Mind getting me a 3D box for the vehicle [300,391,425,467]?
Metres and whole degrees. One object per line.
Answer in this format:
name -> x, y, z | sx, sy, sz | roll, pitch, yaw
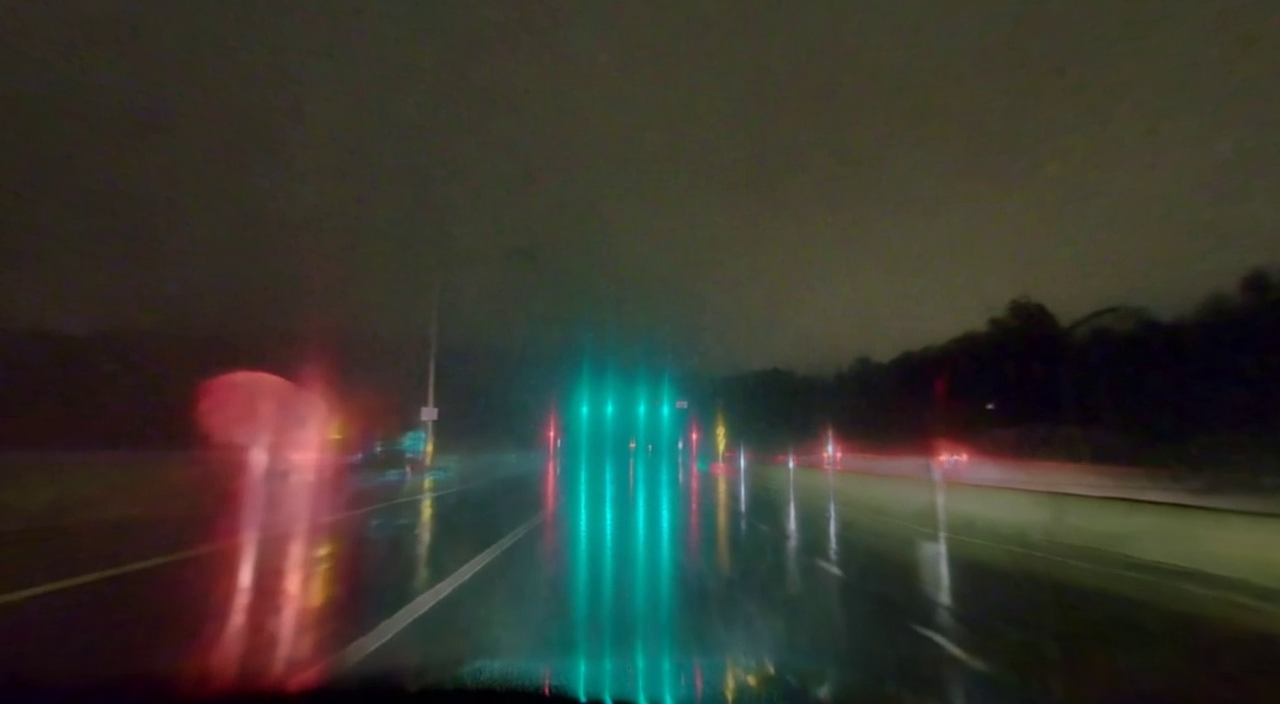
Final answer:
vehicle -> -15.898, 4.702, 37.388 | 2.962, 3.855, 10.399 | 0, -9, -2
